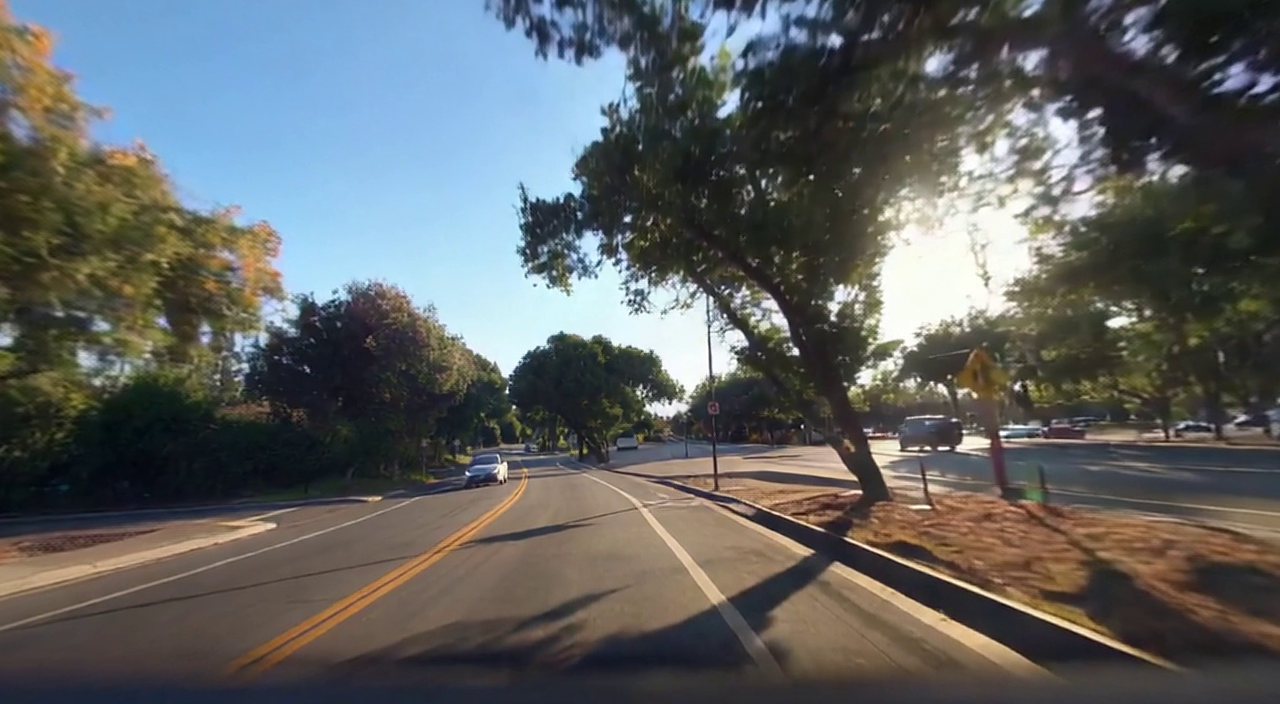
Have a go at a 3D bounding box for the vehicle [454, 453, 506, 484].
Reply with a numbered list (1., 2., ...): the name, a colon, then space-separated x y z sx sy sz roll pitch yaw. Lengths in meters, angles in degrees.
1. vehicle: -8.239 5.995 32.753 2.125 1.440 4.450 1 -9 -8
